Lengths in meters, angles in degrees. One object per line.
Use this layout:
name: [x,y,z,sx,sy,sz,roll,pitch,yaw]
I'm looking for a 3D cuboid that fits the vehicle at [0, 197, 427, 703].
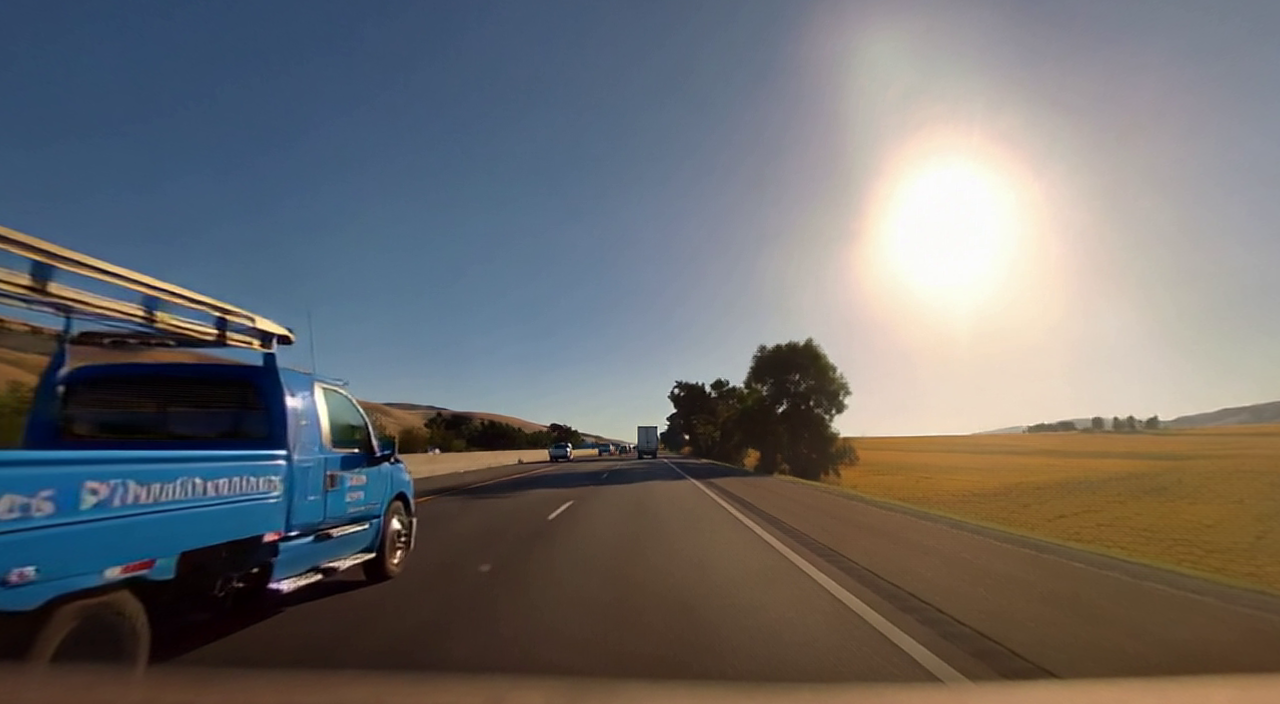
vehicle: [-3.771,0.771,3.503,2.791,2.330,6.725,0,-8,0]
